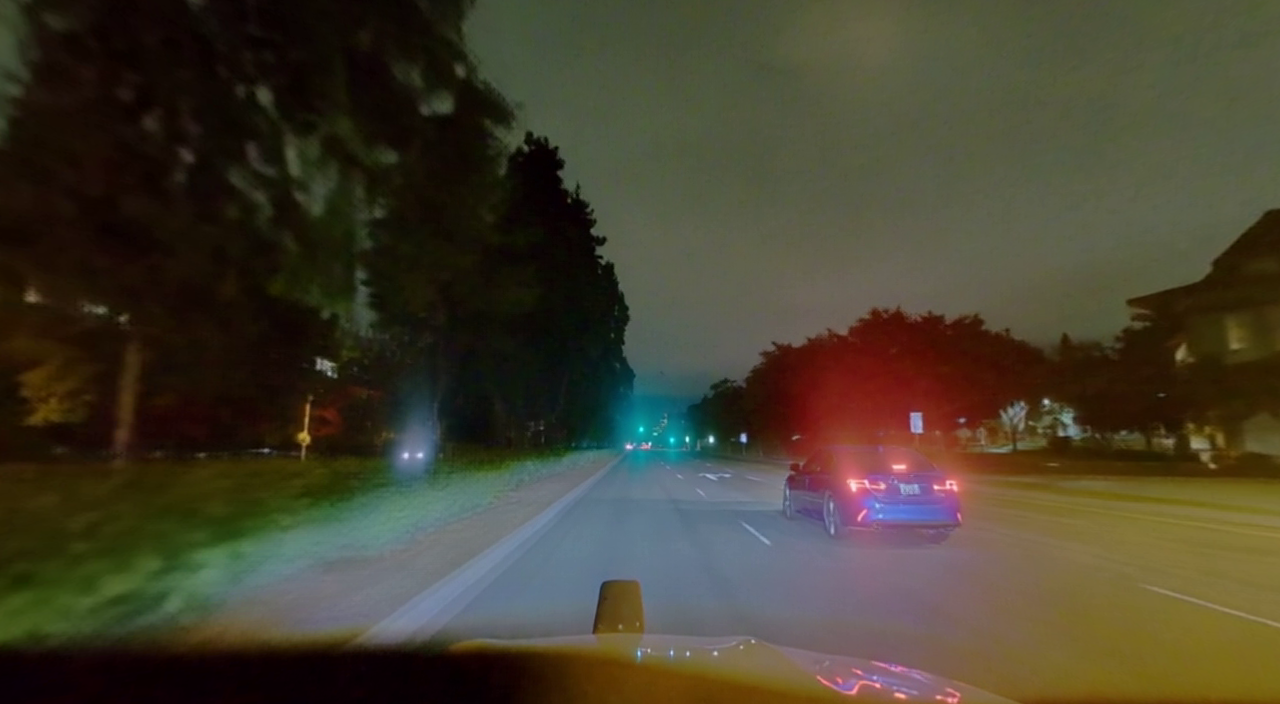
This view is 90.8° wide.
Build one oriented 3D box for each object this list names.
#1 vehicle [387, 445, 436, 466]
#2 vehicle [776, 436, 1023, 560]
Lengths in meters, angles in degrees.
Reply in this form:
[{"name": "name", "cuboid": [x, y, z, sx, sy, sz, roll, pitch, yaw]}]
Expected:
[{"name": "vehicle", "cuboid": [-17.114, 7.754, 47.620, 1.921, 1.466, 4.804, 0, -8, 0]}, {"name": "vehicle", "cuboid": [3.609, 2.083, 9.820, 1.950, 1.473, 4.259, 0, -8, -1]}]
